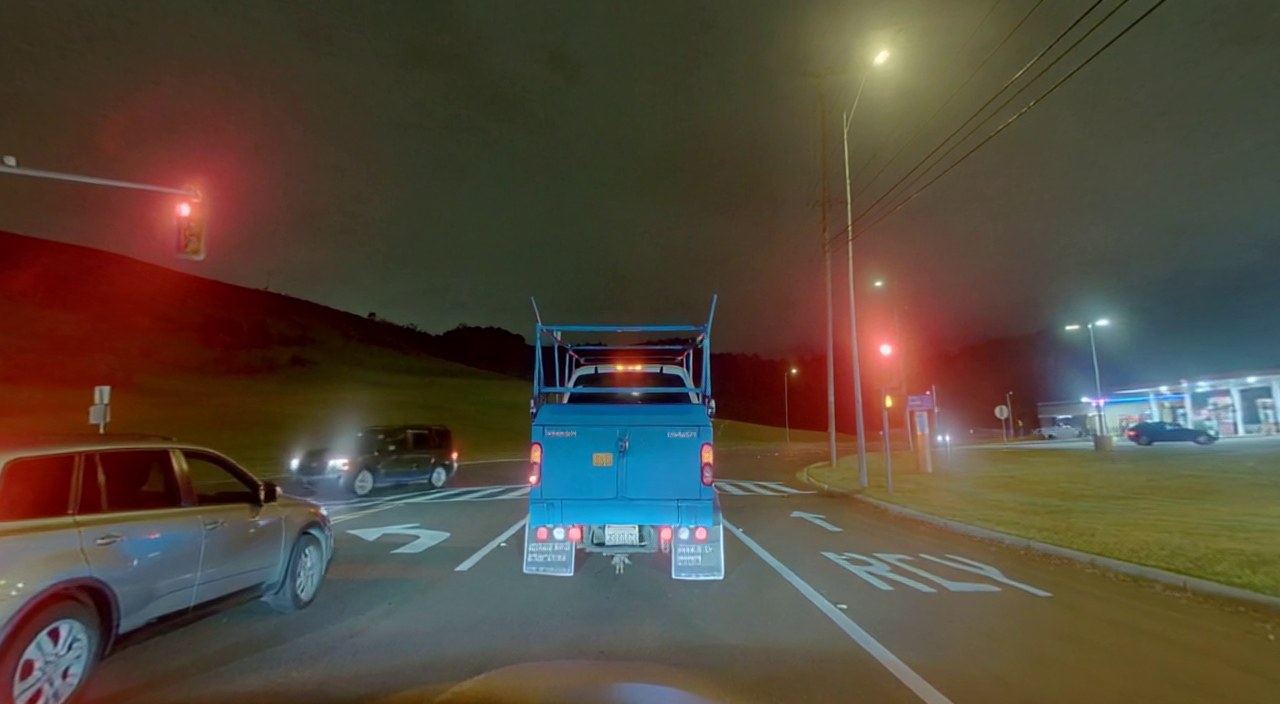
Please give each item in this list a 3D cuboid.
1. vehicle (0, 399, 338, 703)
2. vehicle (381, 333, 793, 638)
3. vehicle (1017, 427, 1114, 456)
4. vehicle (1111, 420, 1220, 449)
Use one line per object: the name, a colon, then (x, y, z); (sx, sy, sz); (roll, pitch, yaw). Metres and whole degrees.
vehicle: (-3.958, 1.188, 3.981); (2.017, 1.555, 4.150); (-1, -9, 0)
vehicle: (-0.420, 1.323, 7.209); (2.859, 2.144, 5.406); (0, -9, -1)
vehicle: (25.574, 5.397, 37.924); (4.419, 1.496, 1.854); (-2, -9, 1)
vehicle: (34.272, 5.433, 41.276); (2.012, 1.757, 5.021); (3, -9, -20)
